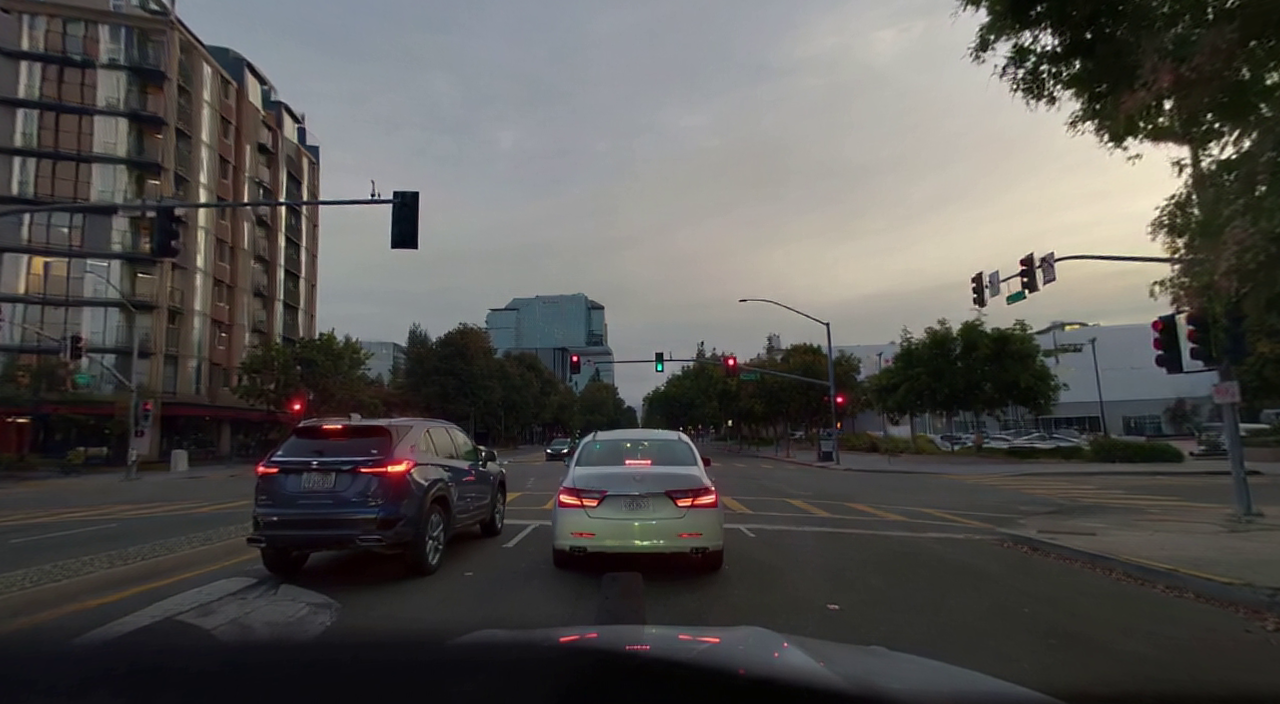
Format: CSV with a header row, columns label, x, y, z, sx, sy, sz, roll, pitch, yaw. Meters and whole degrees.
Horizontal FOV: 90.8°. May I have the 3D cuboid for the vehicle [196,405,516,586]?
label,x,y,z,sx,sy,sz,roll,pitch,yaw
vehicle,-3.174,1.704,8.343,2.081,1.719,4.434,0,-8,1

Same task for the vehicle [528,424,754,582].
label,x,y,z,sx,sy,sz,roll,pitch,yaw
vehicle,0.024,1.762,8.146,2.190,1.522,3.850,0,-8,1
